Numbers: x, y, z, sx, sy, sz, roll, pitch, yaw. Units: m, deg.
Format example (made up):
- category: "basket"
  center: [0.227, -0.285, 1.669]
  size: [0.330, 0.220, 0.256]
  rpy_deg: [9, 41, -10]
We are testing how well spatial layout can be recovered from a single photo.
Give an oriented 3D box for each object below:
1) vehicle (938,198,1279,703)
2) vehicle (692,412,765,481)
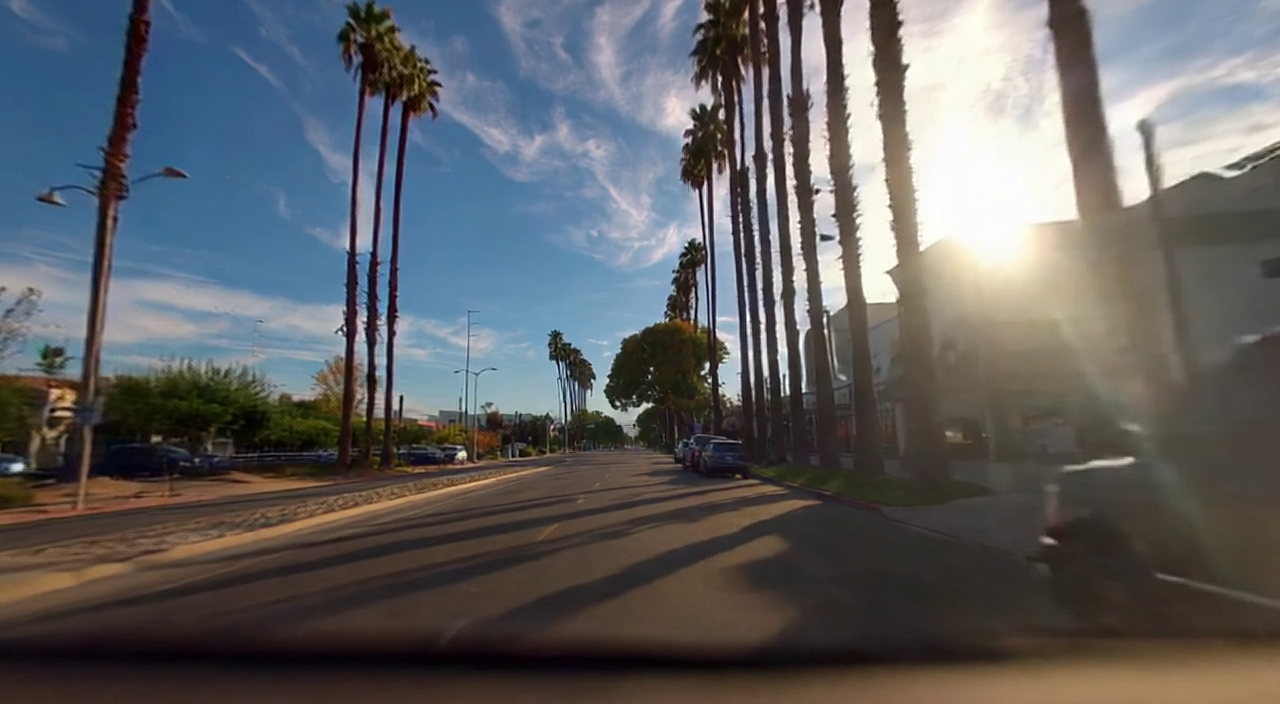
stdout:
- category: "vehicle"
  center: [3.448, 0.461, 1.413]
  size: [2.557, 2.128, 6.242]
  rpy_deg: [1, -8, 0]
- category: "vehicle"
  center: [3.585, 3.983, 26.713]
  size: [2.221, 2.552, 5.594]
  rpy_deg: [0, -8, -1]
